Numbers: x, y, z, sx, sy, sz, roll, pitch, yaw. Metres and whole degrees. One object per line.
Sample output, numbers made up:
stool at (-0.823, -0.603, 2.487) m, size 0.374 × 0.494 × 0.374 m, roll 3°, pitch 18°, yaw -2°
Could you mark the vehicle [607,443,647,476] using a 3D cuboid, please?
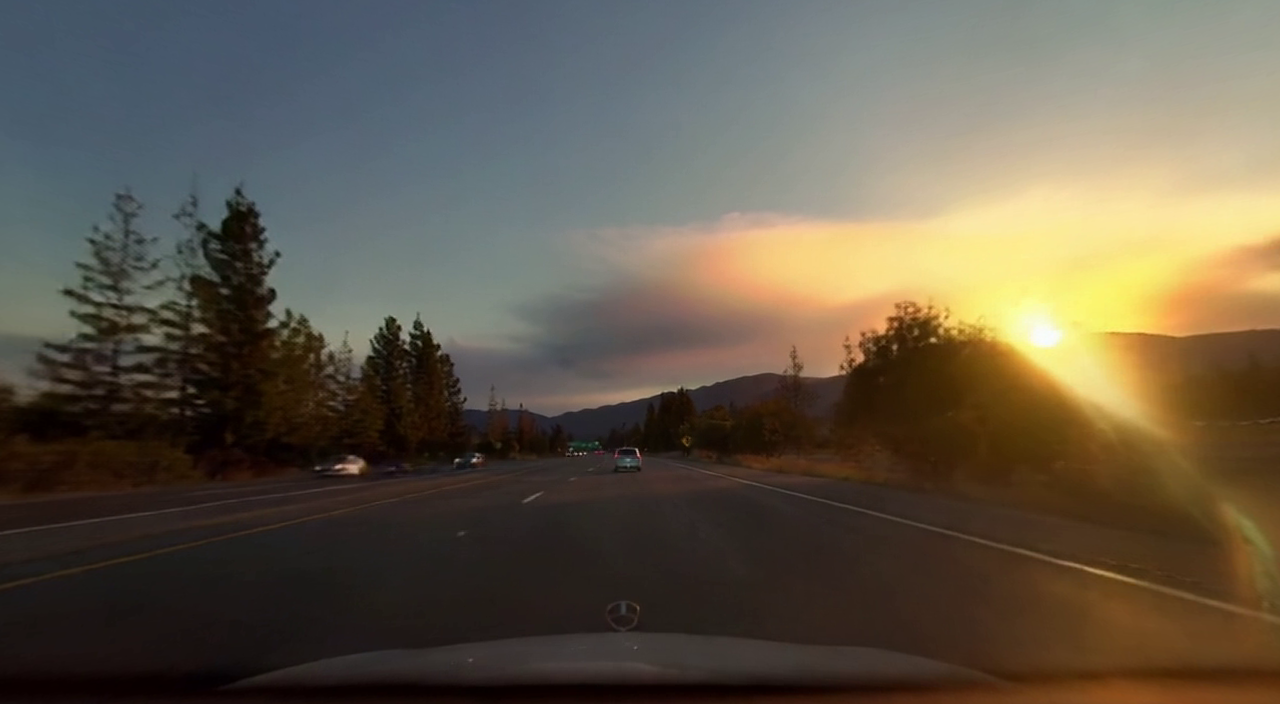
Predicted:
vehicle at (-0.674, 6.099, 35.815) m, size 2.120 × 1.715 × 4.153 m, roll 0°, pitch -9°, yaw 0°
